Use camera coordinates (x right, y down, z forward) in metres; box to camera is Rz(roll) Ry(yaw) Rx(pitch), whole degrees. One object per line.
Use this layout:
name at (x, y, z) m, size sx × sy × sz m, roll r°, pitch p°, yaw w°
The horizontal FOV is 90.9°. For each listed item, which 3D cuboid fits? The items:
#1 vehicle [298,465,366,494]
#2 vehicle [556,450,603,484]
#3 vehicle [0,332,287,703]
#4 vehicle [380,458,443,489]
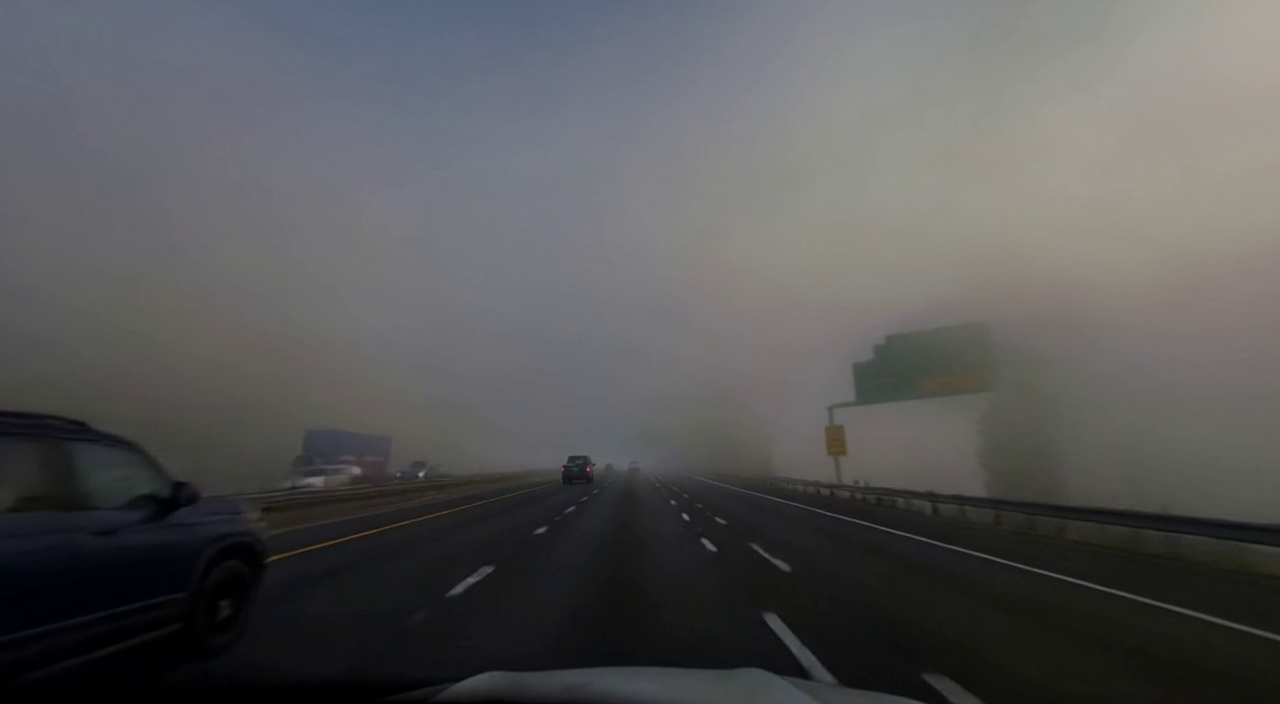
vehicle at (-16.681, 6.892, 34.281) m, size 1.738 × 1.447 × 3.731 m, roll 1°, pitch -10°, yaw 0°
vehicle at (-3.631, 7.033, 38.530) m, size 2.390 × 1.879 × 4.423 m, roll 1°, pitch -10°, yaw 0°
vehicle at (-3.878, 0.791, 2.343) m, size 2.272 × 1.873 × 4.832 m, roll 1°, pitch -10°, yaw 0°
vehicle at (-12.596, 6.721, 34.968) m, size 1.946 × 1.599 × 4.078 m, roll 1°, pitch -10°, yaw 0°
